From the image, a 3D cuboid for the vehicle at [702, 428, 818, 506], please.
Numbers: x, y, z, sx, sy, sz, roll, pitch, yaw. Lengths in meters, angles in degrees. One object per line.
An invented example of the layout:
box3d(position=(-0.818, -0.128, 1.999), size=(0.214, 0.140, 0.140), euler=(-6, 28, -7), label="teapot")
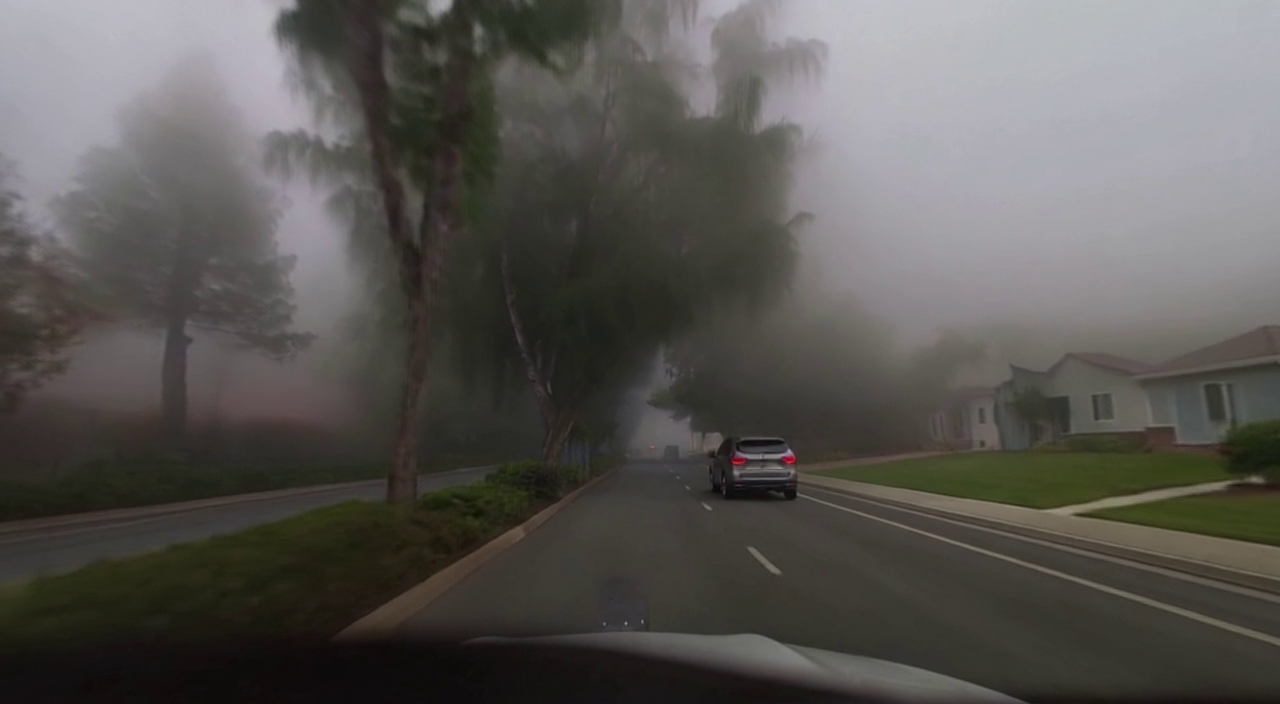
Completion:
box3d(position=(2.986, 3.022, 16.874), size=(2.180, 1.773, 4.639), euler=(0, -9, 0), label="vehicle")
